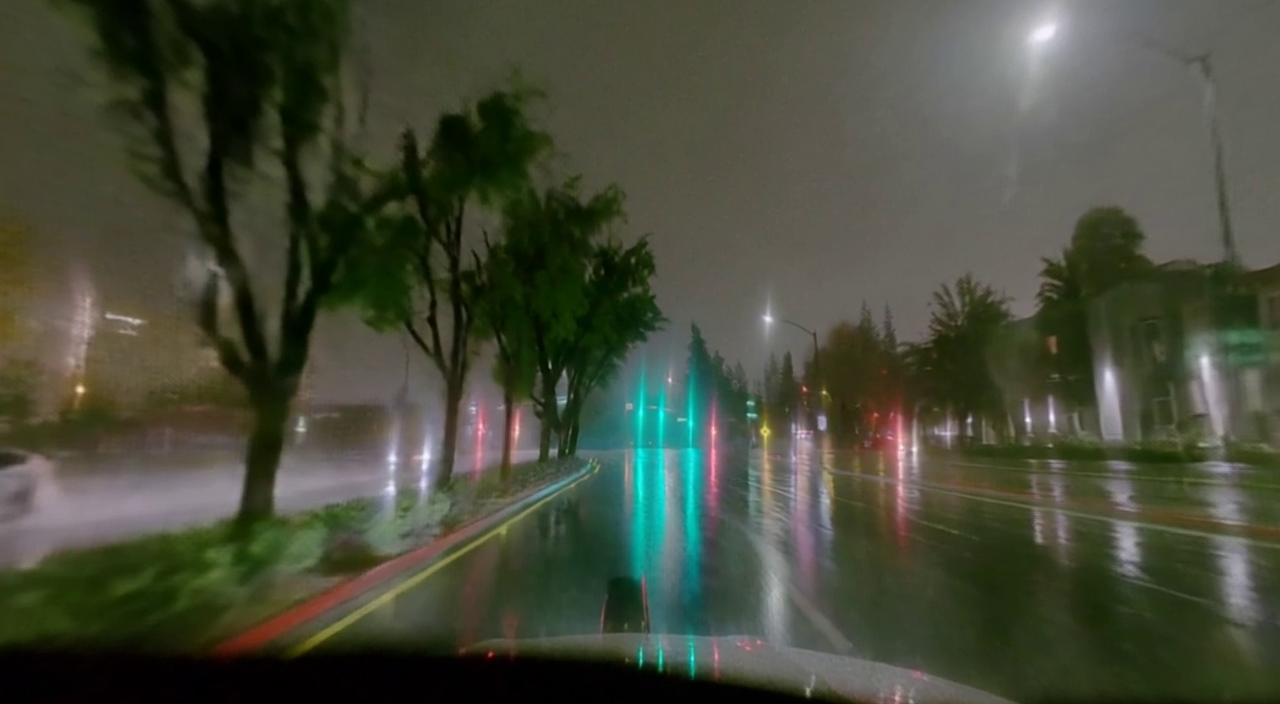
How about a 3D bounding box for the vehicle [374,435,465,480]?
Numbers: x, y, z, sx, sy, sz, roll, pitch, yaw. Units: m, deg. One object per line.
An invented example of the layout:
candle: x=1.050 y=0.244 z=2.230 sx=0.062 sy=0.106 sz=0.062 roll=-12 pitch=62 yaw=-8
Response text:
vehicle: x=-8.246 y=3.986 z=24.044 sx=1.936 sy=1.525 sz=4.214 roll=0 pitch=-8 yaw=0
